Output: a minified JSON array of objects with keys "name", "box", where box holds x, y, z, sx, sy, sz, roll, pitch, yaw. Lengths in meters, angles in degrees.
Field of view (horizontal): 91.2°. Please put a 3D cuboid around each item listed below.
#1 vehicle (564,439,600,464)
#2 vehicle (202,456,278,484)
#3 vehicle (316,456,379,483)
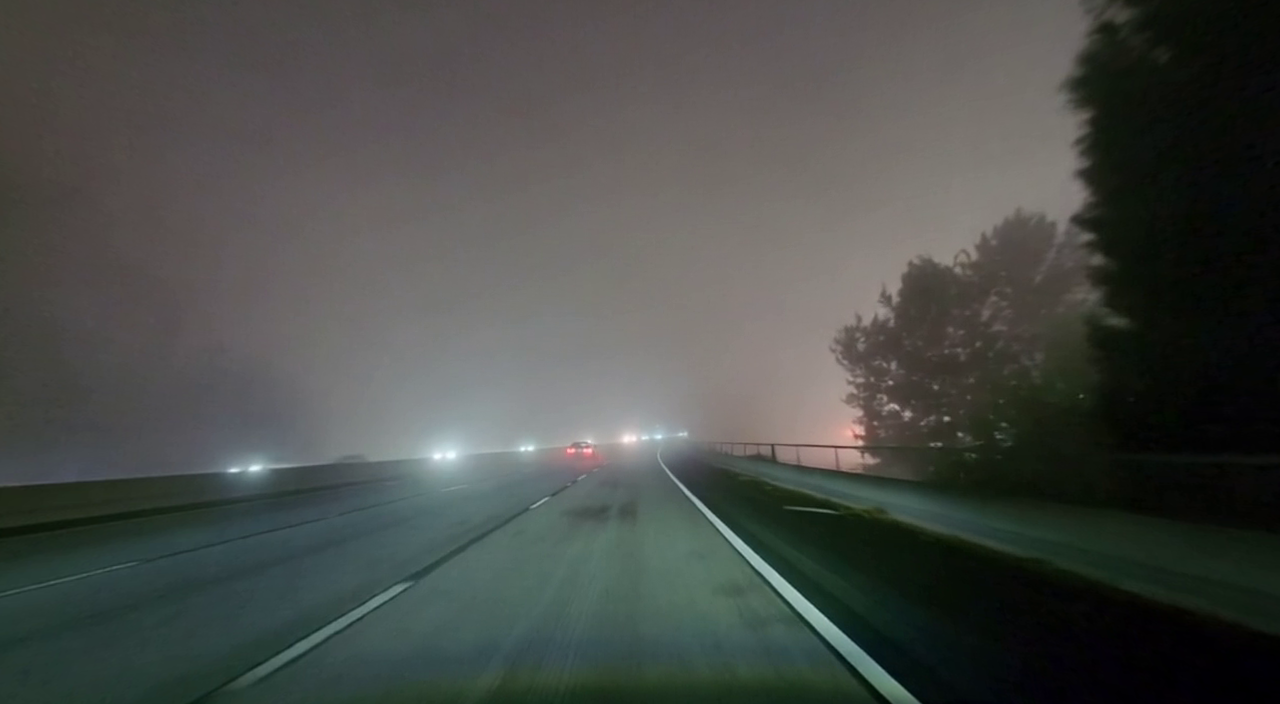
[{"name":"vehicle","box":[-3.946,6.797,42.939,1.998,1.584,4.005,0,-9,1]},{"name":"vehicle","box":[-24.281,7.128,38.193,1.844,1.533,4.111,0,-9,1]},{"name":"vehicle","box":[-16.979,6.815,36.587,1.775,1.444,3.821,0,-9,0]}]
